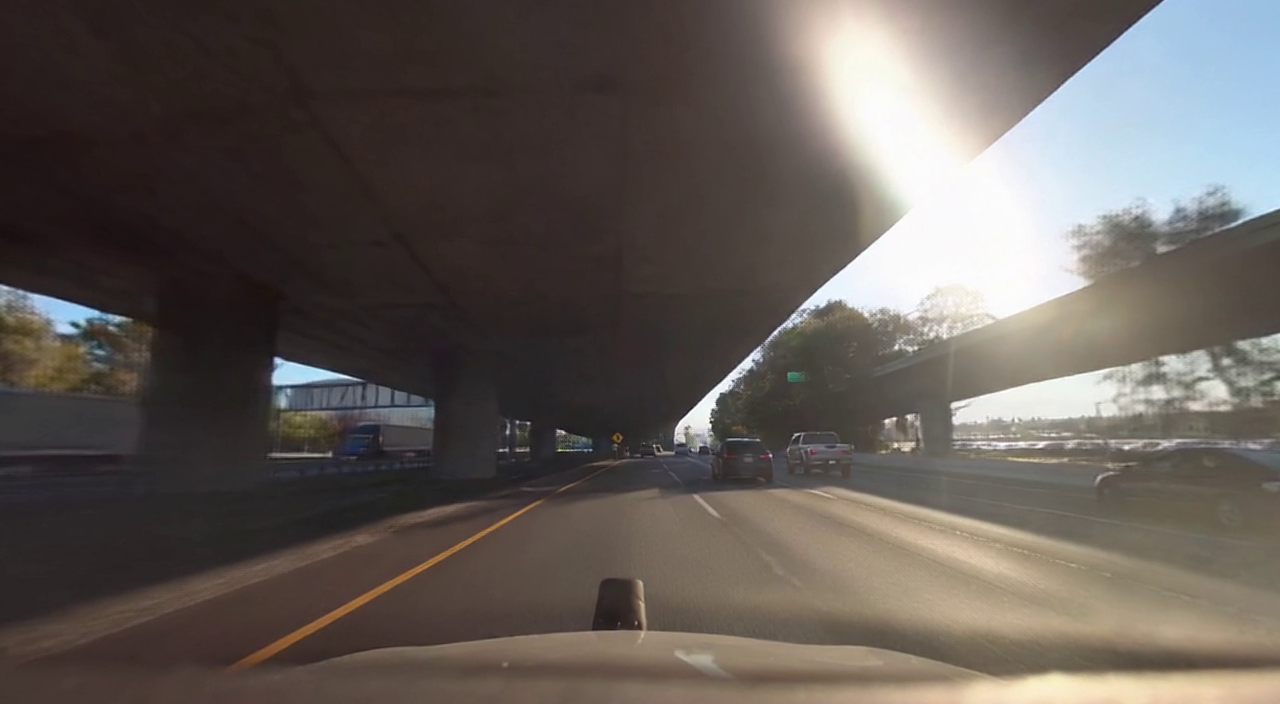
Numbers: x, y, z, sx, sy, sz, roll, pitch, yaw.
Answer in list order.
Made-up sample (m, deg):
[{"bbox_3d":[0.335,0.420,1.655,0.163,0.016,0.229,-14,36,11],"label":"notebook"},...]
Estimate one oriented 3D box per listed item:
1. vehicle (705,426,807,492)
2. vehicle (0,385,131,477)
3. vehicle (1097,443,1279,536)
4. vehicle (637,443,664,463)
[{"bbox_3d":[3.430,3.306,19.748,2.226,1.779,4.835,0,-9,0],"label":"vehicle"},{"bbox_3d":[-30.039,3.654,28.976,3.039,4.055,12.039,0,-9,1],"label":"vehicle"},{"bbox_3d":[10.986,2.419,11.610,1.827,1.448,4.370,0,-9,-1],"label":"vehicle"},{"bbox_3d":[0.818,7.778,48.939,2.046,1.475,3.784,0,-9,2],"label":"vehicle"}]
